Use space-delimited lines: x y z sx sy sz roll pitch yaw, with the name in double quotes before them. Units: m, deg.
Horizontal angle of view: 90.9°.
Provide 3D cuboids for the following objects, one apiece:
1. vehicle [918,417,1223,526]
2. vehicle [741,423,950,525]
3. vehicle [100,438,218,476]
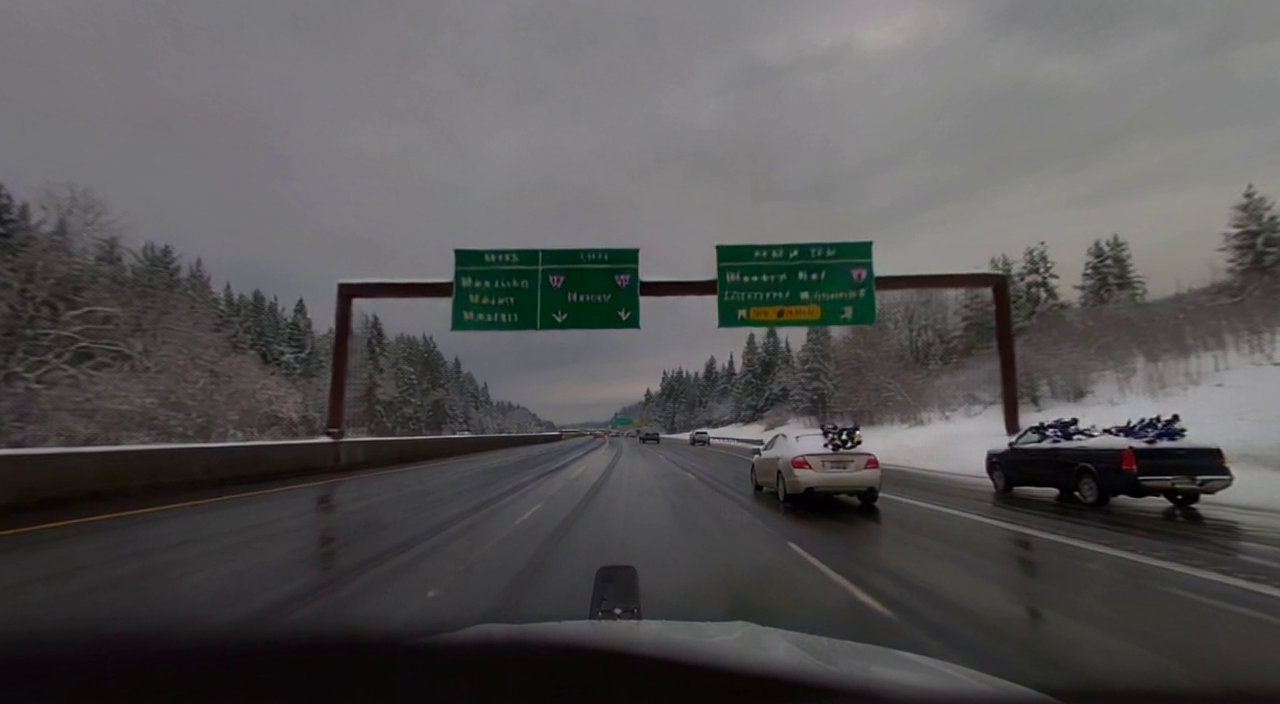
"vehicle" 7.148 2.002 11.322 2.034 1.511 4.785 0 -8 -1
"vehicle" 3.318 2.057 11.354 2.094 1.441 4.568 0 -8 -2
"vehicle" -20.734 4.501 27.425 1.840 1.471 4.205 0 -7 -1
